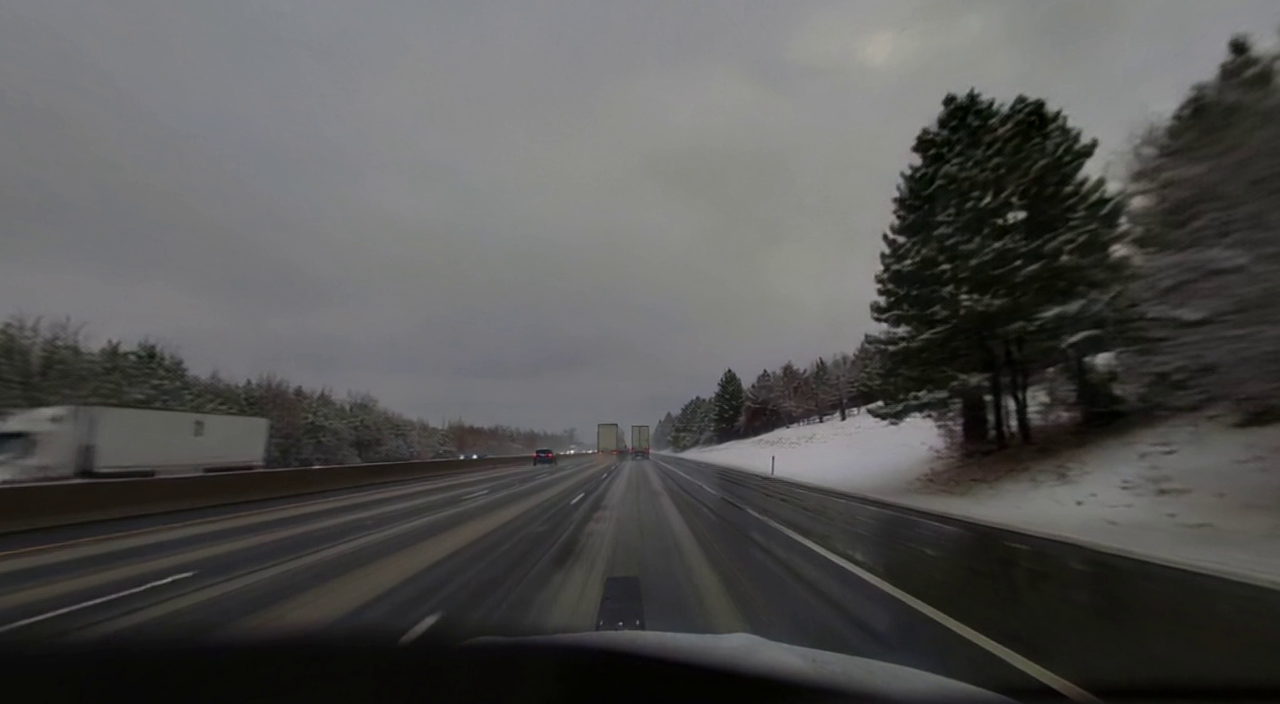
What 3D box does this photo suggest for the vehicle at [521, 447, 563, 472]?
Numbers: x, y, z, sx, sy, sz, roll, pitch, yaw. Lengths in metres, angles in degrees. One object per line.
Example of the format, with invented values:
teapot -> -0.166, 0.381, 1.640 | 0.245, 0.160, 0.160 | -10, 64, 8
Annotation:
vehicle -> -6.317, 6.987, 41.116 | 2.091, 1.527, 4.455 | 0, -9, -1

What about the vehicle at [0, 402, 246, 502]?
vehicle -> -22.750, 4.556, 28.798 | 2.948, 3.729, 10.045 | 0, -9, 0
